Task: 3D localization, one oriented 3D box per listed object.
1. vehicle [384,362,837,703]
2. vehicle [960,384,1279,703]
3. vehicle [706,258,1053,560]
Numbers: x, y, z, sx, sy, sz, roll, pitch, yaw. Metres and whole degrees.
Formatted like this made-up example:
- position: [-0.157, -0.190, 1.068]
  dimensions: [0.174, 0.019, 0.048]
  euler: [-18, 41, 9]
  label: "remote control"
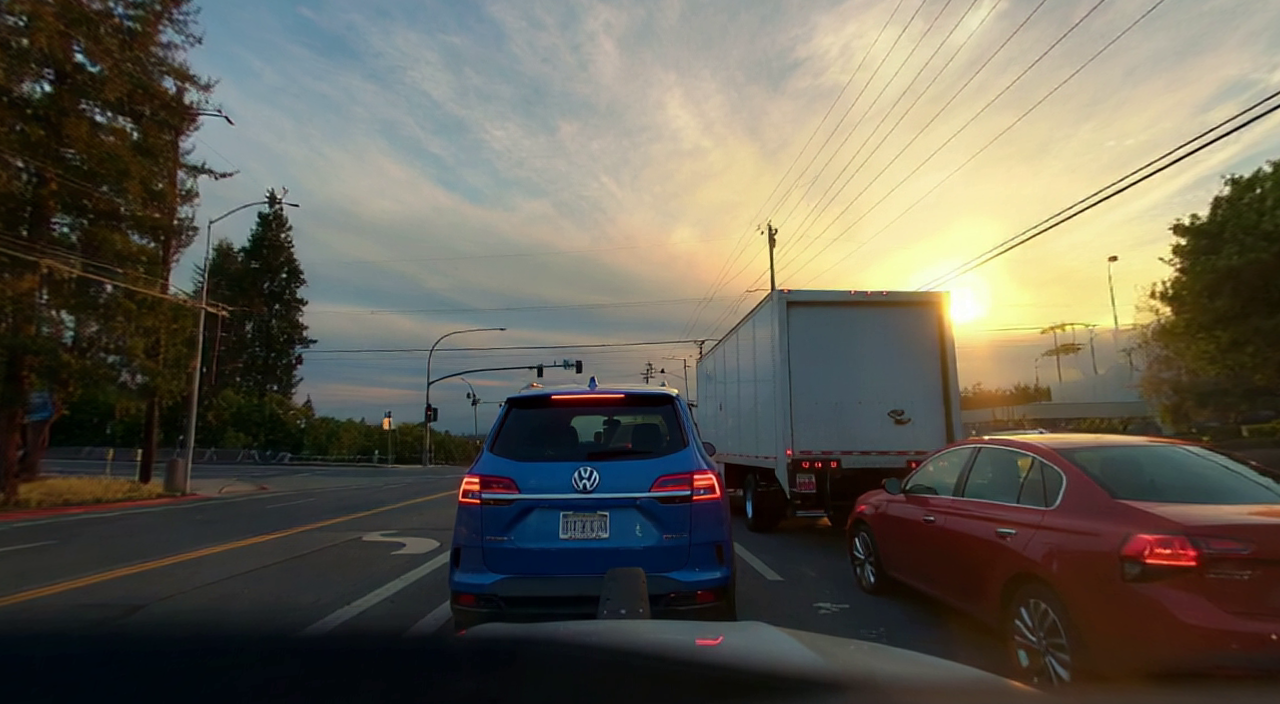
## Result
- position: [-0.132, 1.223, 5.133]
  dimensions: [2.114, 1.732, 4.230]
  euler: [0, -8, 0]
  label: "vehicle"
- position: [2.833, 0.747, 1.193]
  dimensions: [1.971, 1.484, 4.728]
  euler: [0, -8, 0]
  label: "vehicle"
- position: [3.224, 1.255, 11.834]
  dimensions: [2.915, 3.559, 8.848]
  euler: [0, -8, -1]
  label: "vehicle"
